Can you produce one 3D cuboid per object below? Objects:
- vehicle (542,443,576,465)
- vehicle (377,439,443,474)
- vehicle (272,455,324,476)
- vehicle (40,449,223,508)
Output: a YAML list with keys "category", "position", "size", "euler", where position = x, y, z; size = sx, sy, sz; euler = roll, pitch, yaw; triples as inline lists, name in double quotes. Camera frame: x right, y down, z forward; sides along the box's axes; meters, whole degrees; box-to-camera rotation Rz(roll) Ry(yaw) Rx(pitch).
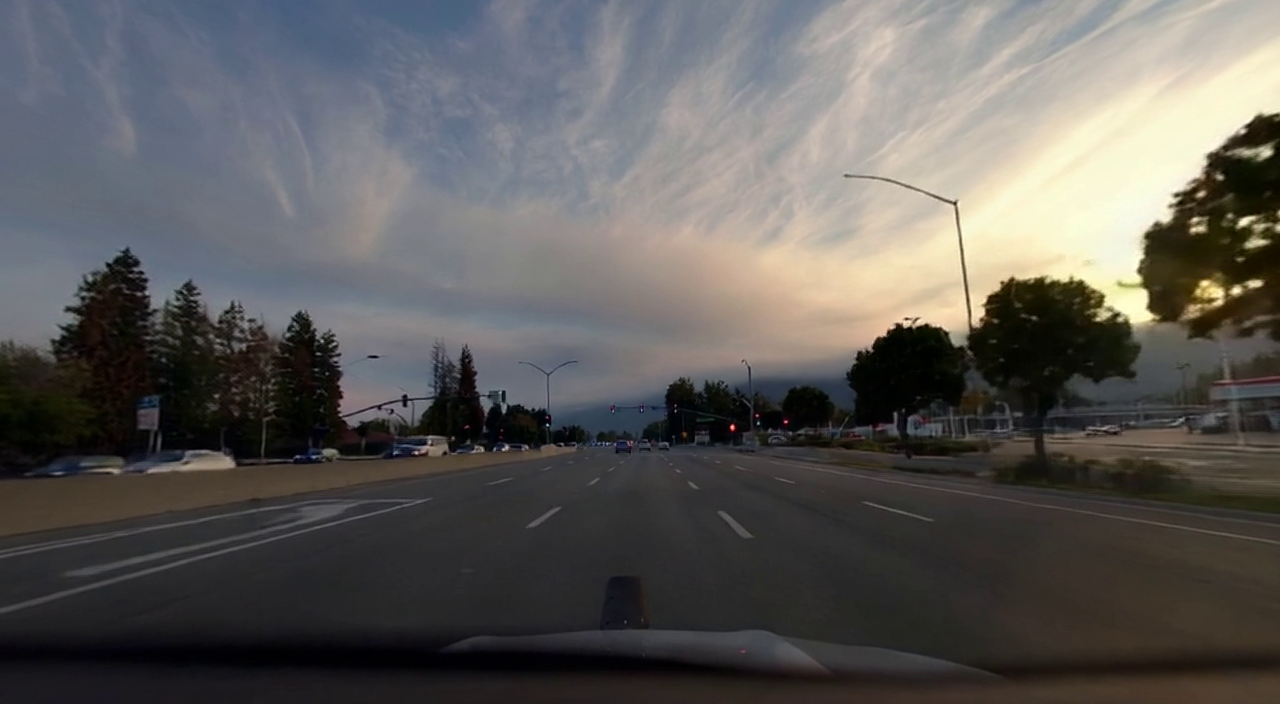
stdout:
- category: "vehicle"
  position: [-5.946, 7.495, 46.673]
  size: [1.843, 1.528, 4.121]
  euler: [0, -8, 1]
- category: "vehicle"
  position: [-14.368, 6.552, 39.776]
  size: [2.160, 1.993, 5.347]
  euler: [0, -8, 0]
- category: "vehicle"
  position: [-26.181, 8.684, 48.354]
  size: [1.673, 1.400, 3.902]
  euler: [-1, -8, 2]
- category: "vehicle"
  position: [-14.773, 3.640, 18.694]
  size: [1.880, 1.496, 4.246]
  euler: [0, -8, 0]
